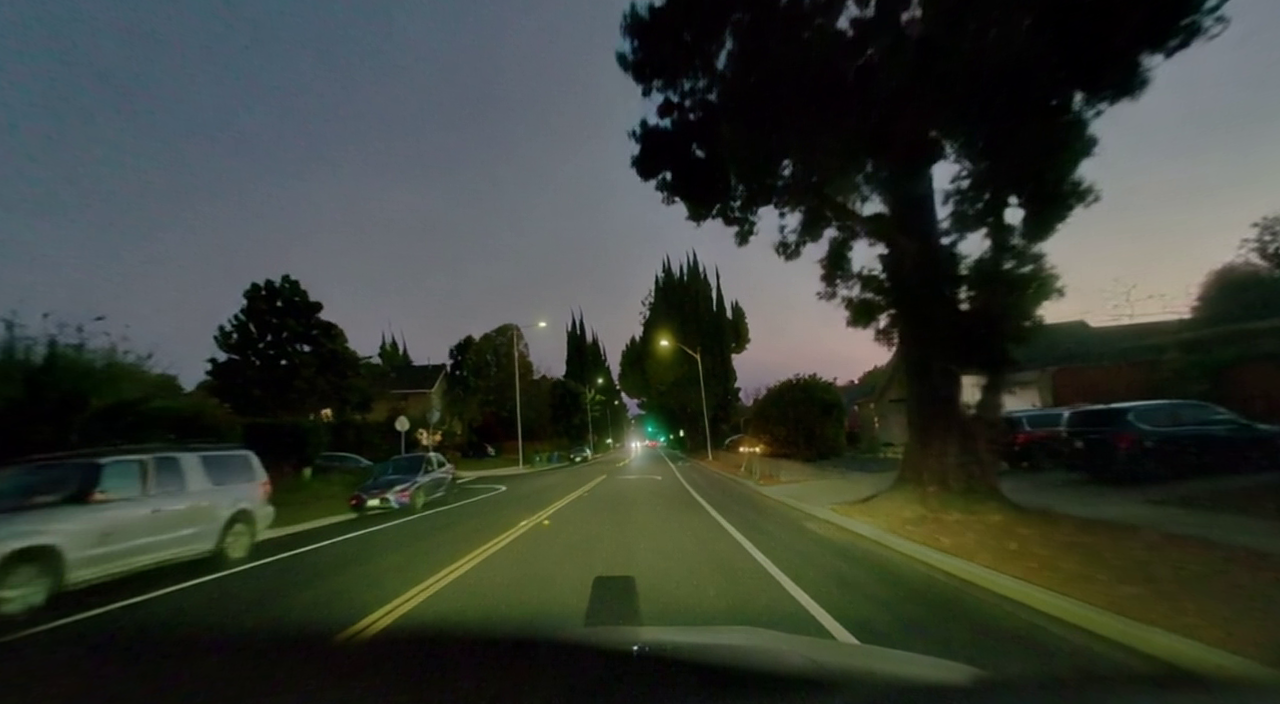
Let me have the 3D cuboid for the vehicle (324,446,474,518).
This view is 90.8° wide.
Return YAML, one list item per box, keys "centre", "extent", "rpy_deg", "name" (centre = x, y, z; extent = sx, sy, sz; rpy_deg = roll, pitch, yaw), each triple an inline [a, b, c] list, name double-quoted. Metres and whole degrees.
- centre: [-6.702, 3.638, 18.431]
  extent: [1.984, 1.732, 5.628]
  rpy_deg: [-1, -9, 2]
  name: "vehicle"

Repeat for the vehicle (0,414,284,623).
- centre: [-6.890, 1.903, 7.628]
  extent: [2.012, 1.902, 5.437]
  rpy_deg: [-4, -10, 1]
  name: "vehicle"
